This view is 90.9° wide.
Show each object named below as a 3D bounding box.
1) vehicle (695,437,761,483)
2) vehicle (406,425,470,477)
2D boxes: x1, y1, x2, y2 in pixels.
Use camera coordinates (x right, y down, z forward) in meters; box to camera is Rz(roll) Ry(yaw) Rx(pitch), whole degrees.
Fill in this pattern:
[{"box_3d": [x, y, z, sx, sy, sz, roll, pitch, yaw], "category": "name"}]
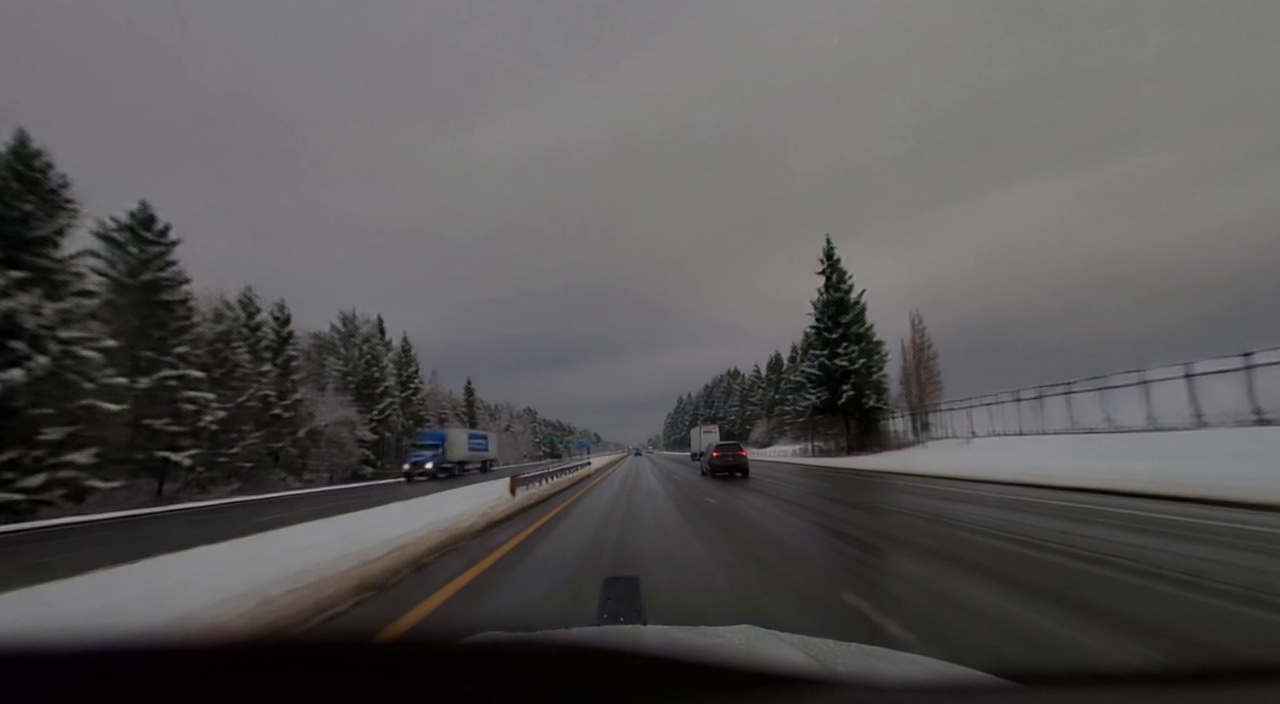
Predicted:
[{"box_3d": [3.583, 4.517, 26.469, 2.093, 1.742, 4.167, 0, -9, -1], "category": "vehicle"}, {"box_3d": [-15.752, 7.755, 49.595, 3.060, 3.798, 5.974, 0, -9, -1], "category": "vehicle"}]
